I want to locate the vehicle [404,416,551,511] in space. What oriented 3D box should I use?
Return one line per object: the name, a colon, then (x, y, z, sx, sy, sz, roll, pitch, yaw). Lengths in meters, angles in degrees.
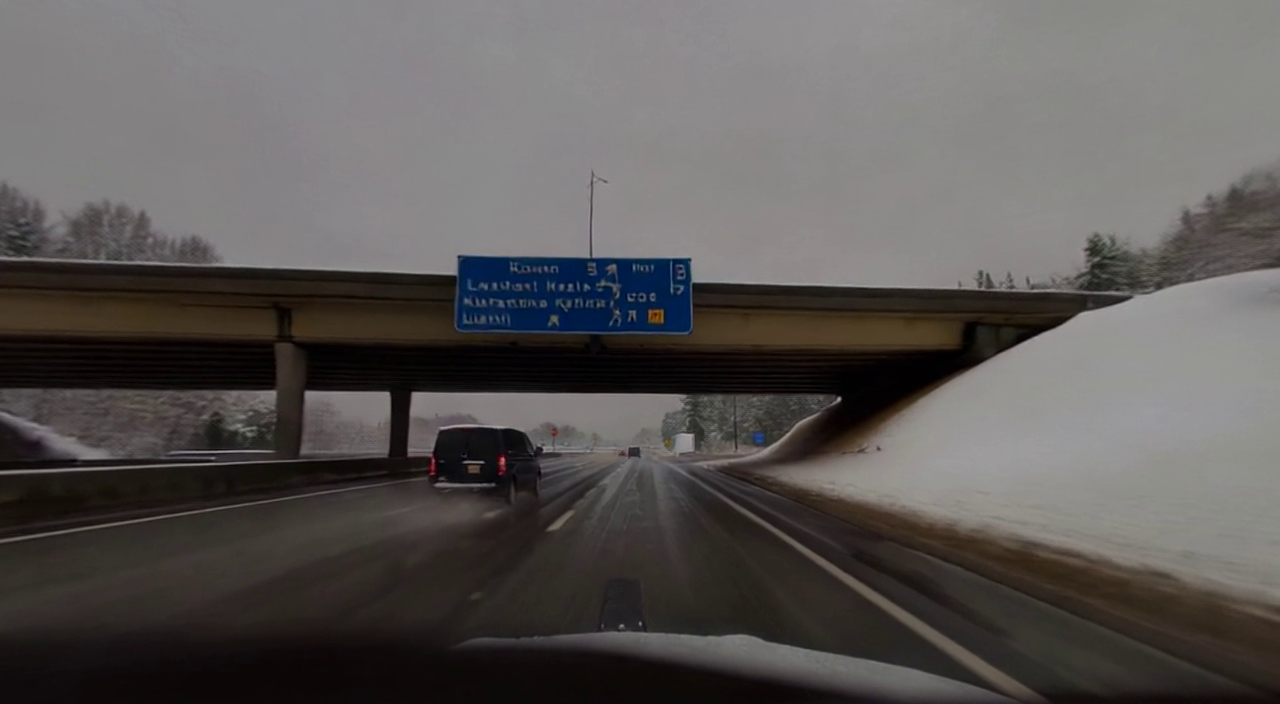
vehicle: (-3.663, 2.667, 15.383, 2.167, 1.929, 5.037, 0, -9, 1)
